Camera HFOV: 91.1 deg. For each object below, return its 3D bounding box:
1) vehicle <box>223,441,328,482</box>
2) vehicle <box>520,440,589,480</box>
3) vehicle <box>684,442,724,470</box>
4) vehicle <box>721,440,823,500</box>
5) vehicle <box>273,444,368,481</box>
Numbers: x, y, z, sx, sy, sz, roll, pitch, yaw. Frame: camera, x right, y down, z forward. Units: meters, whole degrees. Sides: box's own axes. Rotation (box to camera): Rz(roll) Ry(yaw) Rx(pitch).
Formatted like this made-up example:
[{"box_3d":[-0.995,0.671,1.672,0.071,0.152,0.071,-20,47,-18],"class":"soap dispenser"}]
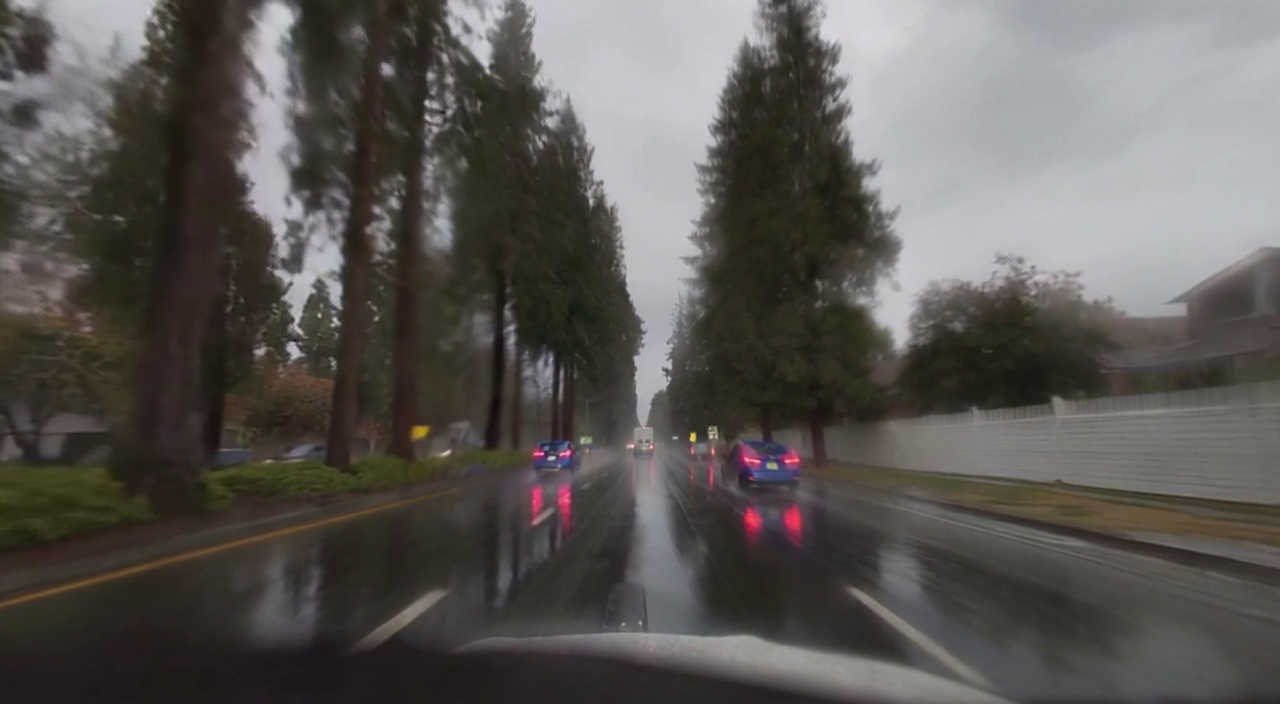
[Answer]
[{"box_3d":[-17.647,5.293,30.735,2.107,1.796,5.011,0,-8,0],"class":"vehicle"},{"box_3d":[-3.340,4.312,25.423,2.036,1.474,4.647,0,-8,1],"class":"vehicle"},{"box_3d":[3.847,6.295,38.204,1.905,1.520,4.340,1,-8,-1],"class":"vehicle"},{"box_3d":[3.580,3.271,17.827,1.945,1.469,4.258,0,-8,0],"class":"vehicle"},{"box_3d":[-13.803,4.765,27.453,1.816,1.484,4.356,0,-8,0],"class":"vehicle"}]
